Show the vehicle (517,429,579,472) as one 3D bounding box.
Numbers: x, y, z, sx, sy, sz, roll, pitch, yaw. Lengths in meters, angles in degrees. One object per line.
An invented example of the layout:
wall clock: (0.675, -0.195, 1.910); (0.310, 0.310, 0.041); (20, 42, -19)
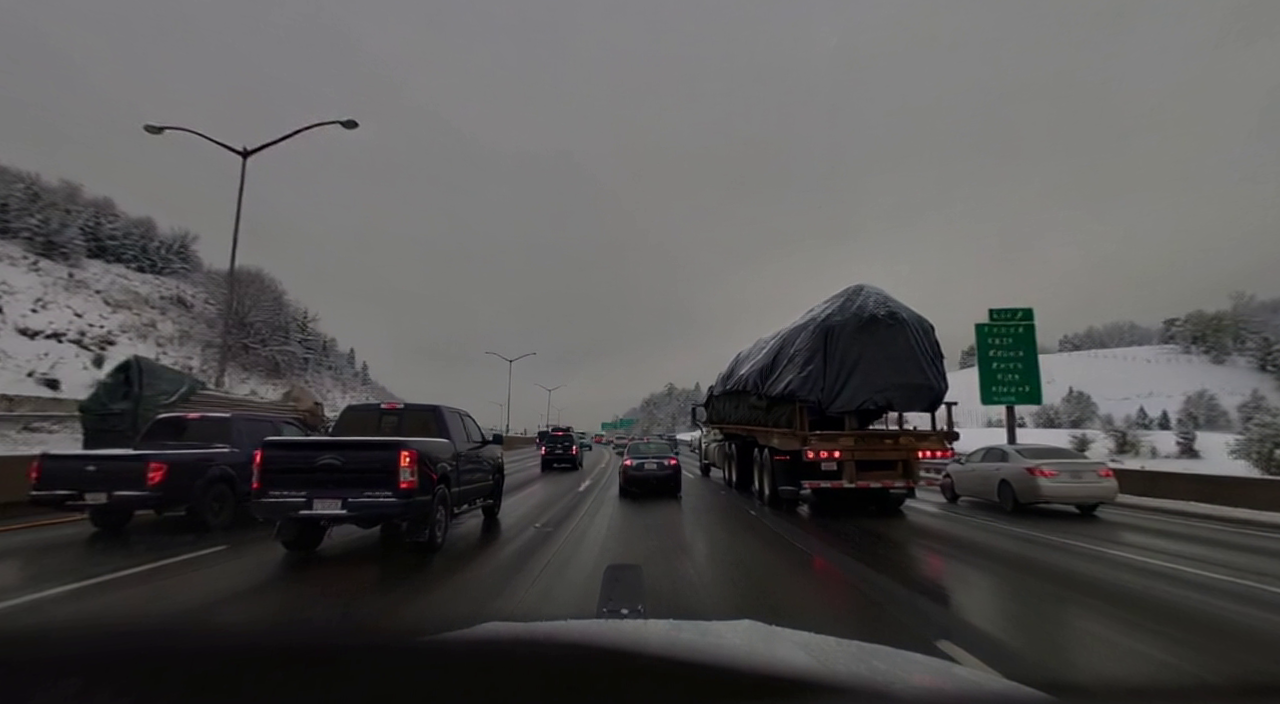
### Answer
vehicle: (-4.204, 4.619, 29.720); (2.348, 1.821, 5.061); (0, -8, -2)

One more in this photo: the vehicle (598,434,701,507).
vehicle: (0.127, 2.703, 14.850); (2.105, 1.471, 3.978); (0, -8, -2)

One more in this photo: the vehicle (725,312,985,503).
vehicle: (3.388, 1.128, 11.607); (2.790, 2.718, 5.253); (0, -8, -1)

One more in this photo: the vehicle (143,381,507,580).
vehicle: (-3.591, 1.615, 8.807); (2.318, 1.902, 5.374); (0, -8, 0)

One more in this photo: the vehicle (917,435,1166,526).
vehicle: (7.610, 2.434, 12.611); (2.092, 1.495, 4.194); (0, -8, -2)
